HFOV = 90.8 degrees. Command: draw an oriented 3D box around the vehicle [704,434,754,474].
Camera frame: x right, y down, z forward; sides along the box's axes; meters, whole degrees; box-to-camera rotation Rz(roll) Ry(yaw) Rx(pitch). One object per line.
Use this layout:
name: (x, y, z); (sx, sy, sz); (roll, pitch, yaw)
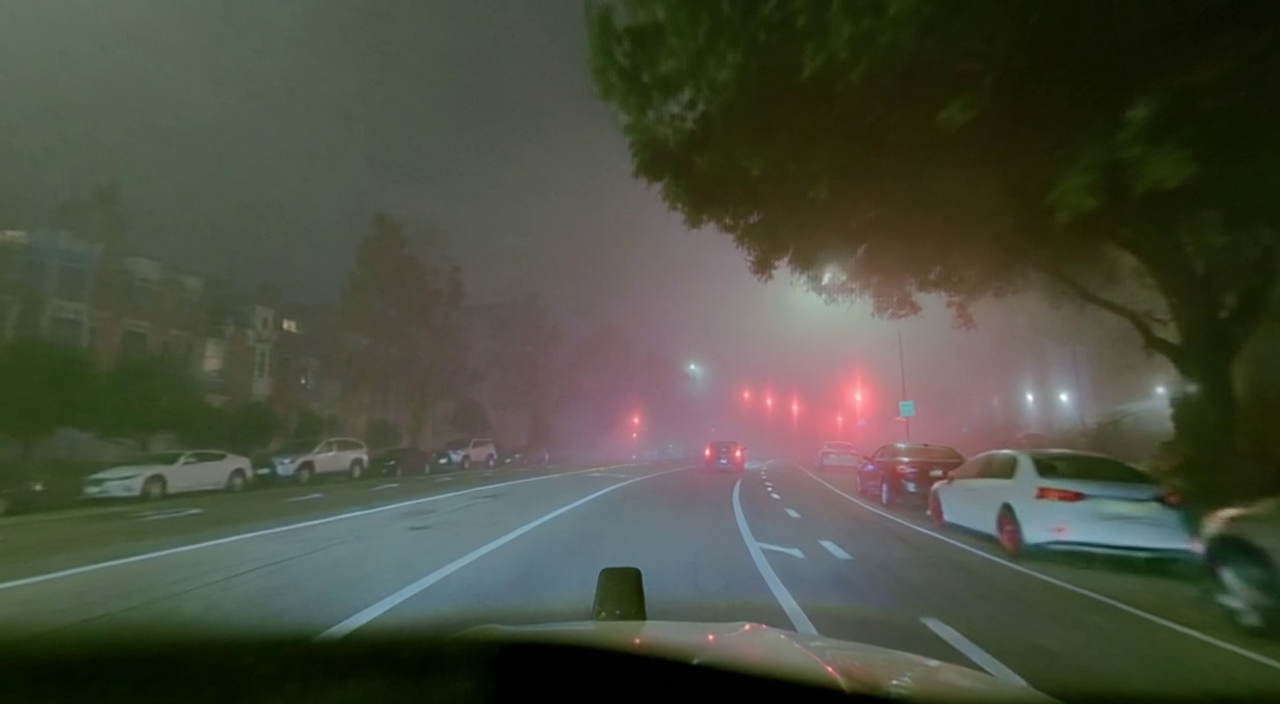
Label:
vehicle: (4.174, 4.657, 29.175); (1.852, 1.680, 4.488); (-2, -9, 13)

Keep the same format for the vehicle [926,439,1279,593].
vehicle: (5.614, 1.898, 8.335); (1.807, 1.436, 4.535); (0, -8, 4)

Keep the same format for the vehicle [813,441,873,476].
vehicle: (9.452, 4.958, 29.834); (2.104, 1.489, 4.962); (-2, -9, 11)

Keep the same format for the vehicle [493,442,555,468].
vehicle: (-7.065, 6.324, 39.029); (1.782, 1.472, 4.744); (-2, -9, 16)

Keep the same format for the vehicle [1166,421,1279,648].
vehicle: (5.290, 1.102, 3.292); (1.841, 1.545, 3.813); (0, -8, 2)

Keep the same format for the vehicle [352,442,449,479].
vehicle: (-10.253, 4.649, 27.447); (1.809, 1.469, 4.485); (-2, -9, 11)

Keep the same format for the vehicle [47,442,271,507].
vehicle: (-12.223, 3.095, 16.568); (1.880, 1.450, 4.627); (-1, -8, 7)

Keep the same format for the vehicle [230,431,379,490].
vehicle: (-11.265, 3.670, 21.760); (1.977, 1.761, 4.990); (-1, -8, 6)

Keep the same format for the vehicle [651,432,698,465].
vehicle: (2.115, 5.653, 37.122); (1.877, 1.827, 4.298); (-2, -9, 15)

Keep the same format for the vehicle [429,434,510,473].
vehicle: (-8.825, 5.285, 33.202); (2.115, 1.853, 4.745); (-2, -9, 12)
